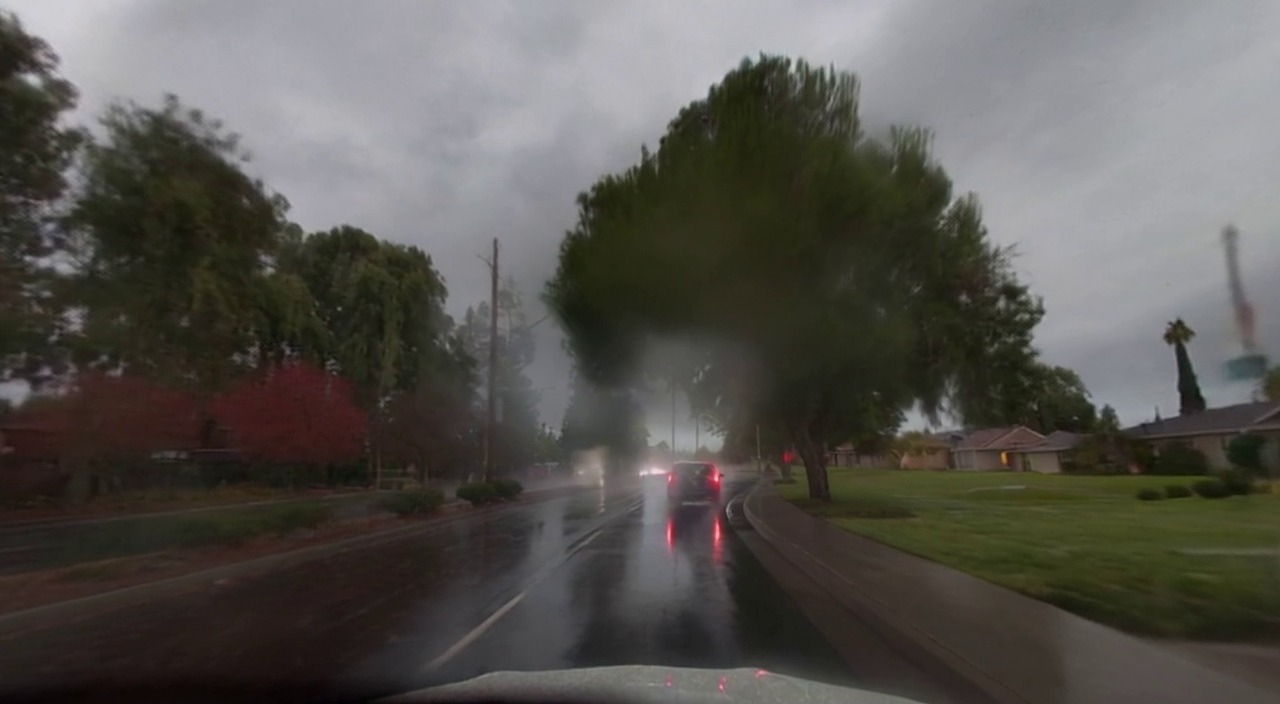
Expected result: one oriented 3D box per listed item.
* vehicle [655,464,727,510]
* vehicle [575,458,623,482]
[{"bbox_3d":[1.790,4.307,20.438,1.972,1.250,5.282,-1,-11,8],"label":"vehicle"},{"bbox_3d":[-2.647,7.877,42.068,1.870,1.518,4.390,-2,-11,15],"label":"vehicle"}]
